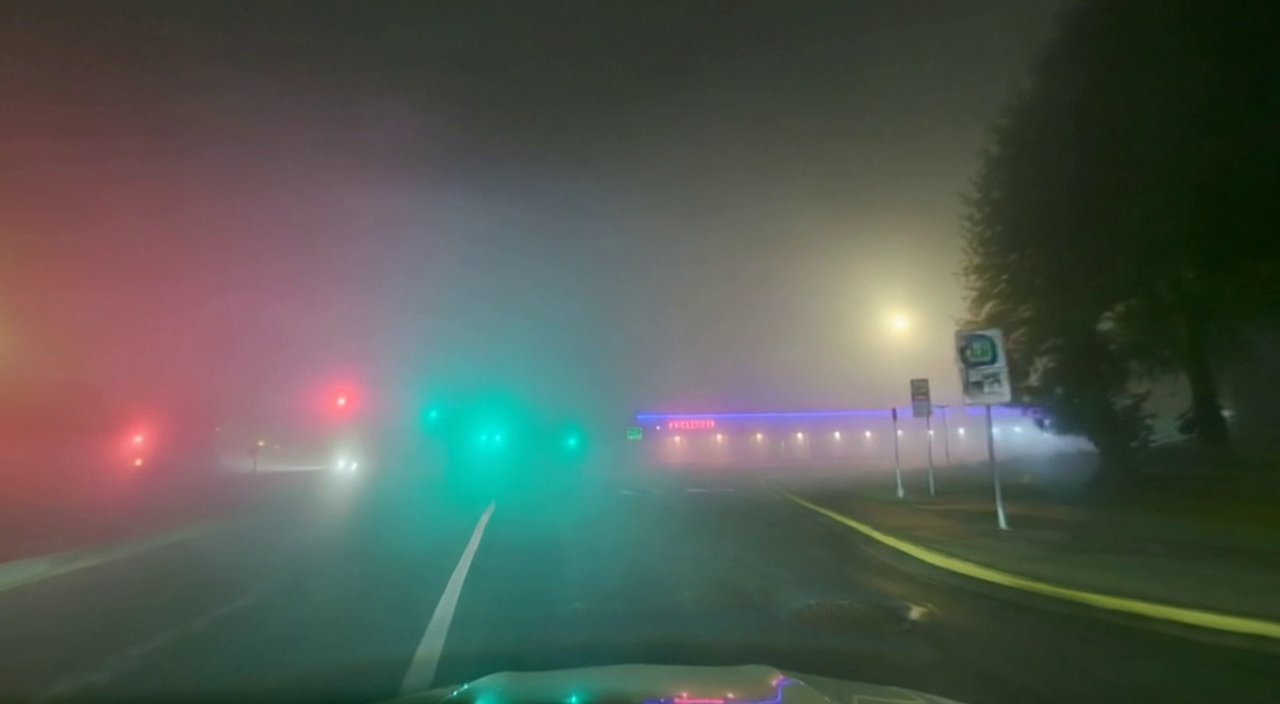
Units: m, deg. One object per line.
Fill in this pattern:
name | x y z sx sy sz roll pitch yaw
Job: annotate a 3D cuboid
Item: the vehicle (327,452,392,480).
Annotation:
vehicle | -21.054 8.560 47.176 5.570 1.923 2.336 -10 -14 42
